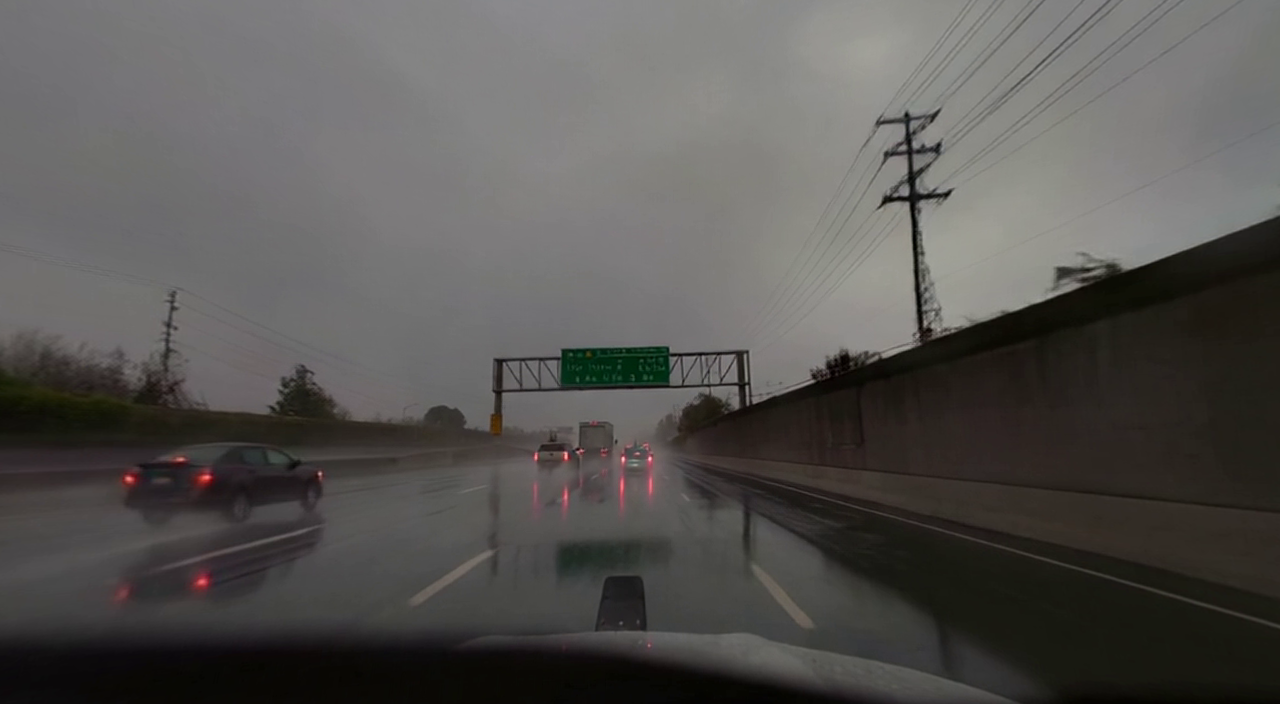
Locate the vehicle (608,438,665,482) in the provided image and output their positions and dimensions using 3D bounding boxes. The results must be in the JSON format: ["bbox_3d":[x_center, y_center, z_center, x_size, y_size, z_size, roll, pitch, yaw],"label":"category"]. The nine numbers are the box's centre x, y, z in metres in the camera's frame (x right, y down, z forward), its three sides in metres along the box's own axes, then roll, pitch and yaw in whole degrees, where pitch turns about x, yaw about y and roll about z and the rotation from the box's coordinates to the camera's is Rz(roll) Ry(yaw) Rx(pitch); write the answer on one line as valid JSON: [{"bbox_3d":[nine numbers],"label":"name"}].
[{"bbox_3d":[-0.130,4.449,26.190,2.178,1.640,4.071,0,-9,0],"label":"vehicle"}]

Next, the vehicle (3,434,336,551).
[{"bbox_3d":[-7.301,2.194,10.605,2.025,1.510,4.582,0,-9,1],"label":"vehicle"}]

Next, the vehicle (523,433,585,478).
[{"bbox_3d":[-3.779,4.636,28.475,2.109,1.840,4.614,0,-9,1],"label":"vehicle"}]
